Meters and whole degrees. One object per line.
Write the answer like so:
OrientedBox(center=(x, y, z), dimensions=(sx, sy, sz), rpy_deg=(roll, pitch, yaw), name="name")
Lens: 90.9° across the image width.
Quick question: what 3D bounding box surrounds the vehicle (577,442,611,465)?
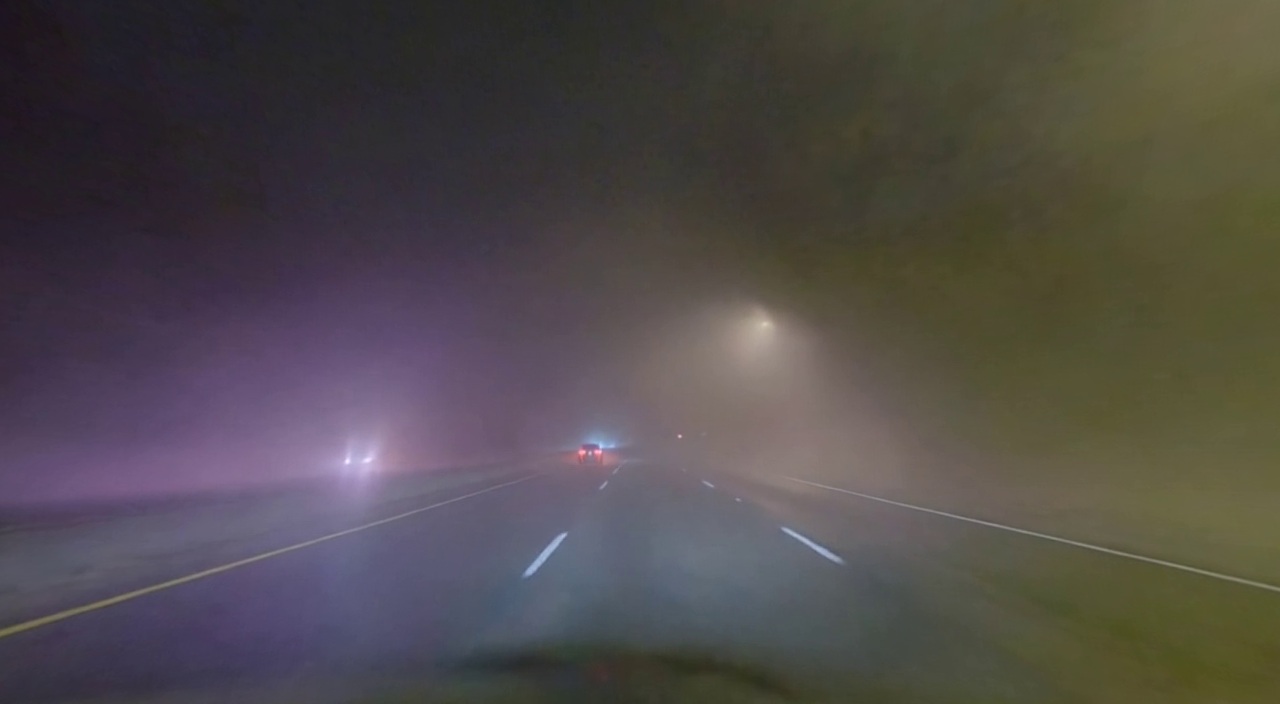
OrientedBox(center=(-3.128, 7.046, 43.884), dimensions=(1.991, 1.475, 4.302), rpy_deg=(0, -8, 0), name="vehicle")
